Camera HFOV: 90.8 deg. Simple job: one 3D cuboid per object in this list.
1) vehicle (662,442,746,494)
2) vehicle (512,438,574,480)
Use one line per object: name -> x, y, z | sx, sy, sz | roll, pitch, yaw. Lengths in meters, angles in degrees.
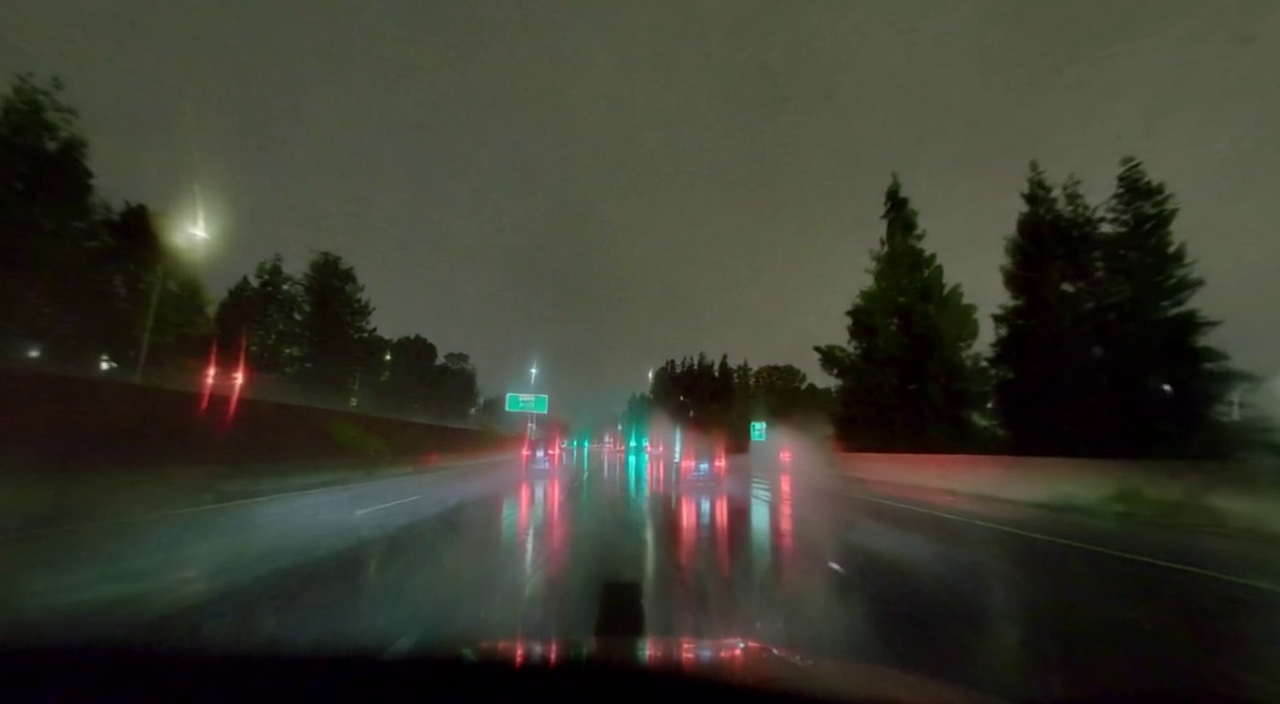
vehicle -> 1.897, 3.638, 20.163 | 1.947, 1.437, 4.345 | 0, -9, -4
vehicle -> -4.315, 4.854, 28.958 | 2.244, 1.755, 4.417 | 0, -9, -1
